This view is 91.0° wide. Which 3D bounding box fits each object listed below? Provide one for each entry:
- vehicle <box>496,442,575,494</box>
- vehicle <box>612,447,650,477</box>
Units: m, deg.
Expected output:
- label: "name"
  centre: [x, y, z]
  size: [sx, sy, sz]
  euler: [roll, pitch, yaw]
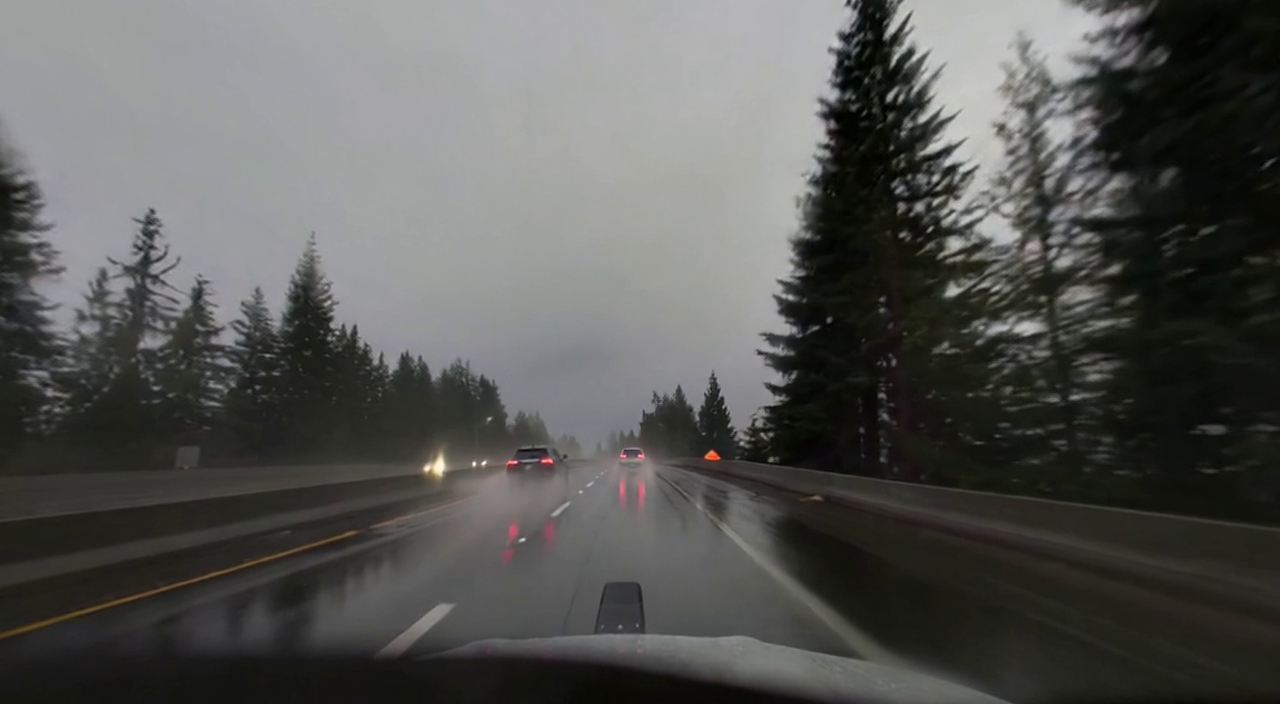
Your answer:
- label: "vehicle"
  centre: [-3.813, 4.339, 23.846]
  size: [2.130, 1.741, 4.665]
  euler: [0, -9, 0]
- label: "vehicle"
  centre: [-0.541, 6.564, 37.698]
  size: [2.130, 1.684, 3.826]
  euler: [0, -9, -1]
